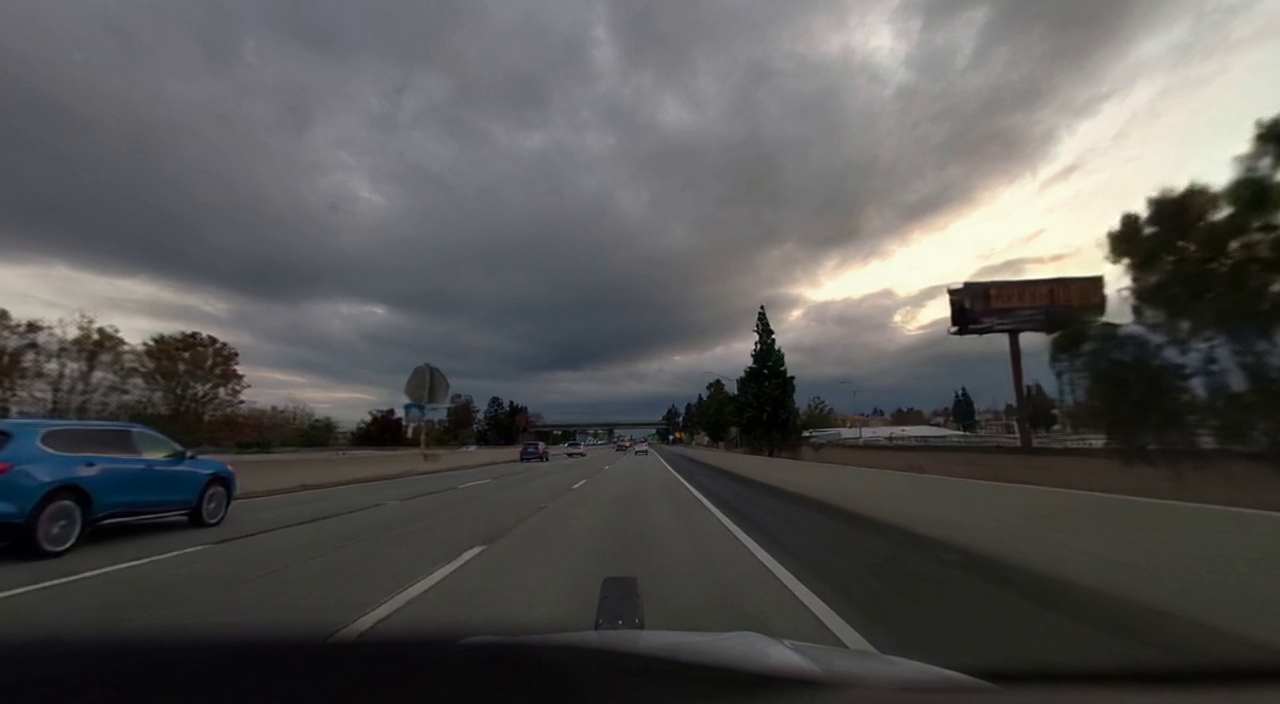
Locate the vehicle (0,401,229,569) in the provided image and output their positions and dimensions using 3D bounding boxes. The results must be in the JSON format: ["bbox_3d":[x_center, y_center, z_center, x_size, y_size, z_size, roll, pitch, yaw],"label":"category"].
[{"bbox_3d":[-7.538,1.503,7.440,2.055,1.683,4.804,0,-9,1],"label":"vehicle"}]

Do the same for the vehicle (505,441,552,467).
[{"bbox_3d":[-6.954,6.402,39.848,2.008,1.520,4.731,0,-9,1],"label":"vehicle"}]
